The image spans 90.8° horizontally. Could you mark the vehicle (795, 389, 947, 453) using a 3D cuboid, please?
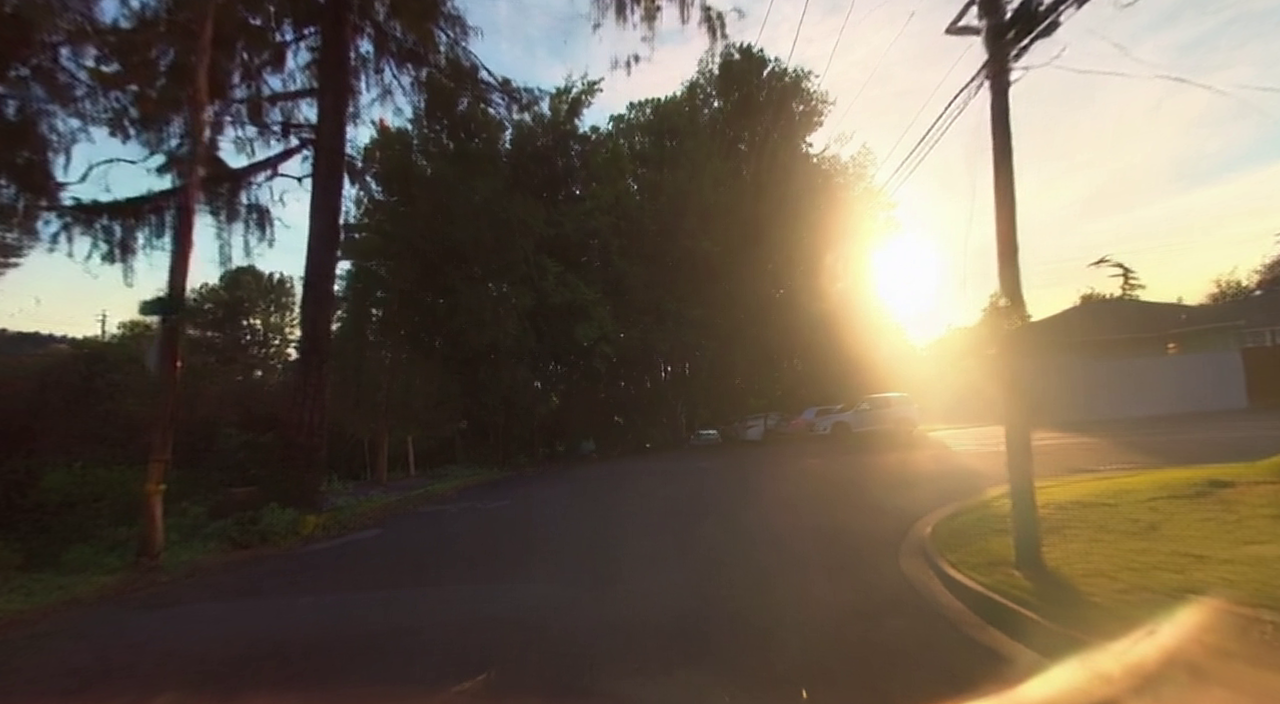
[{"bbox_3d":[7.858,2.409,21.528,4.780,1.984,1.896,4,-9,-24],"label":"vehicle"}]
